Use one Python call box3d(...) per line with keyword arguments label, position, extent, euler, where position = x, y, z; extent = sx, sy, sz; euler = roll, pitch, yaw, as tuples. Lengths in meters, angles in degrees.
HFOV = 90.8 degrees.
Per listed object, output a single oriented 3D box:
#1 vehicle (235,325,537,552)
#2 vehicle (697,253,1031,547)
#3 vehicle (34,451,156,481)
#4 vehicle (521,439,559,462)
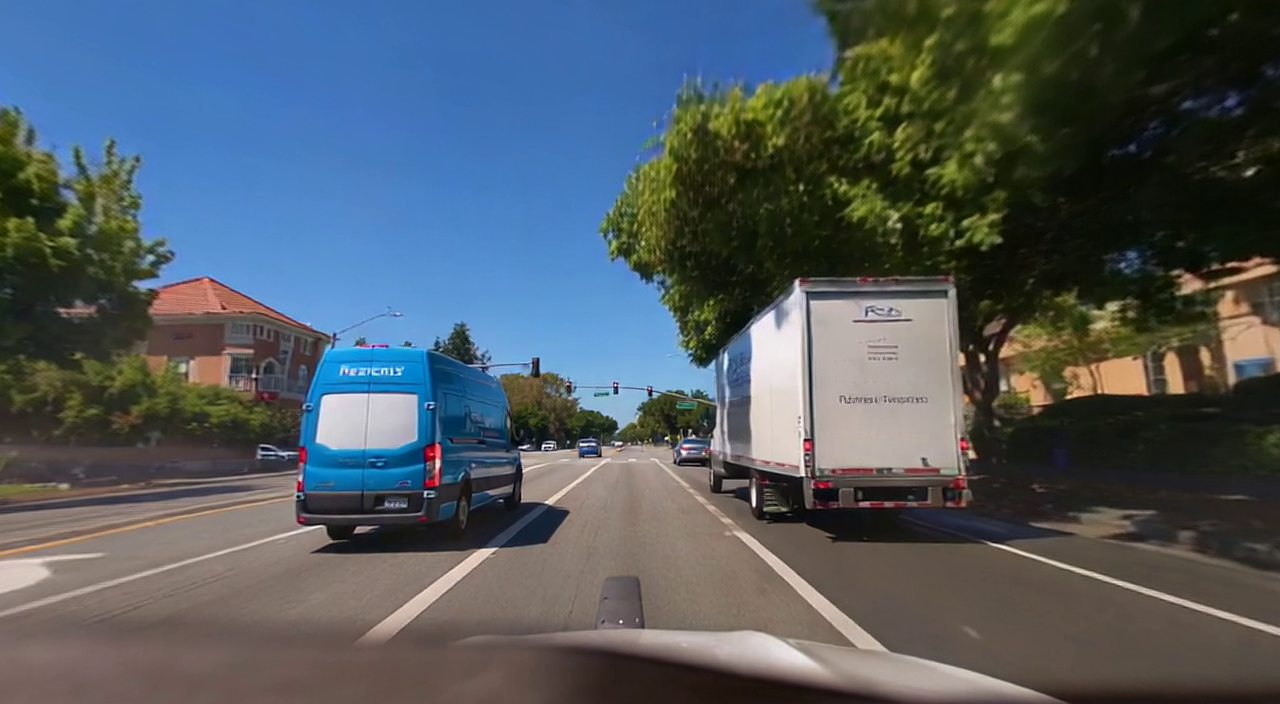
box3d(label="vehicle", position=(-3.645, 1.529, 11.069), extent=(2.443, 2.784, 6.493), euler=(0, -9, 1))
box3d(label="vehicle", position=(3.067, 1.252, 12.469), extent=(2.861, 3.525, 9.858), euler=(0, -9, -1))
box3d(label="vehicle", position=(-31.337, 6.557, 36.568), extent=(4.955, 1.514, 1.973), euler=(4, -9, -29))
box3d(label="vehicle", position=(-6.748, 6.723, 43.068), extent=(1.958, 1.491, 4.155), euler=(0, -9, 0))
